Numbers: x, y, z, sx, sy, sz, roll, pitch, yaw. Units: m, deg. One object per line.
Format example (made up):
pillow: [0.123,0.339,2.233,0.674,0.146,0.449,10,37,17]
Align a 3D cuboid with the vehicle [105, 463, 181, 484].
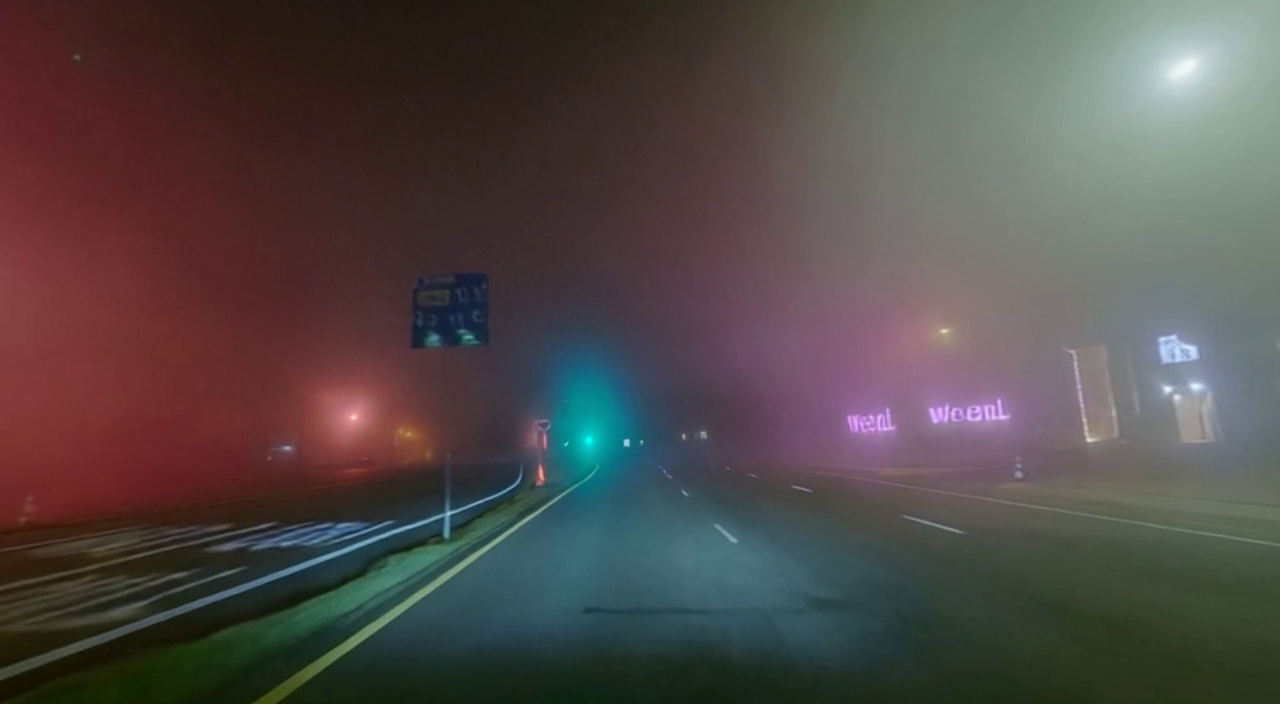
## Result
vehicle: [-33.695,8.233,42.928,3.512,1.321,1.874,0,-8,-4]
